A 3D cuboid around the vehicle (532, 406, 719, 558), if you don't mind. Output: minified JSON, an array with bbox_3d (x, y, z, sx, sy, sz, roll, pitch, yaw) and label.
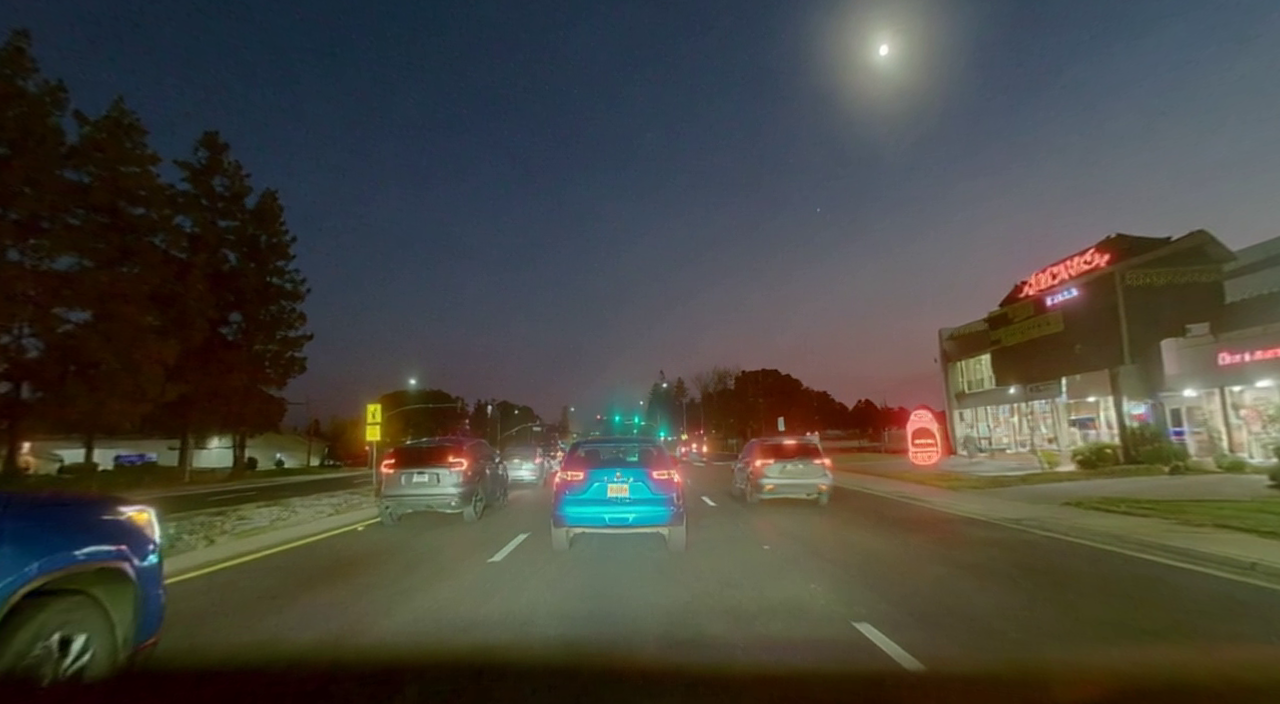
[{"bbox_3d":[-0.186,1.768,9.234,2.112,1.693,4.058,0,-8,-1],"label":"vehicle"}]

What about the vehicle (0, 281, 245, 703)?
[{"bbox_3d":[-3.529,0.558,1.300,2.304,1.928,4.833,0,-8,0],"label":"vehicle"}]

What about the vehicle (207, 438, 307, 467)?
[{"bbox_3d":[-28.483,7.475,47.260,5.856,2.096,2.481,3,-9,-18],"label":"vehicle"}]

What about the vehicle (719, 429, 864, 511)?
[{"bbox_3d":[3.203,2.611,14.495,2.056,1.536,4.678,0,-8,-1],"label":"vehicle"}]

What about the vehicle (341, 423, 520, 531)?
[{"bbox_3d":[-3.665,2.263,12.025,1.948,1.668,4.279,0,-8,0],"label":"vehicle"}]
